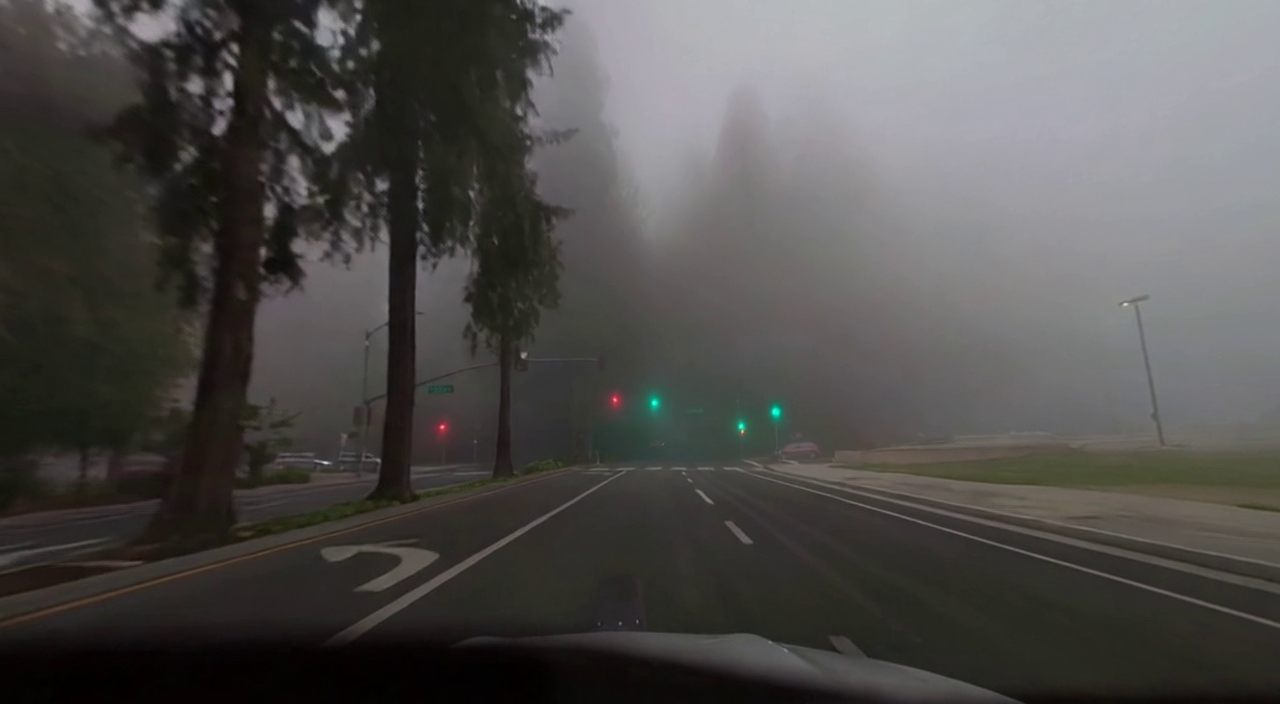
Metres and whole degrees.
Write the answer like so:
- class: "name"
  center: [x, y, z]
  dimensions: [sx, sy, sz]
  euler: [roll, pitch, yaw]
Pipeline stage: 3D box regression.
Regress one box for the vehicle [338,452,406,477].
- class: "vehicle"
  center: [-20.946, 8.788, 49.495]
  dimensions: [4.445, 1.805, 1.944]
  euler: [-2, -8, 4]
